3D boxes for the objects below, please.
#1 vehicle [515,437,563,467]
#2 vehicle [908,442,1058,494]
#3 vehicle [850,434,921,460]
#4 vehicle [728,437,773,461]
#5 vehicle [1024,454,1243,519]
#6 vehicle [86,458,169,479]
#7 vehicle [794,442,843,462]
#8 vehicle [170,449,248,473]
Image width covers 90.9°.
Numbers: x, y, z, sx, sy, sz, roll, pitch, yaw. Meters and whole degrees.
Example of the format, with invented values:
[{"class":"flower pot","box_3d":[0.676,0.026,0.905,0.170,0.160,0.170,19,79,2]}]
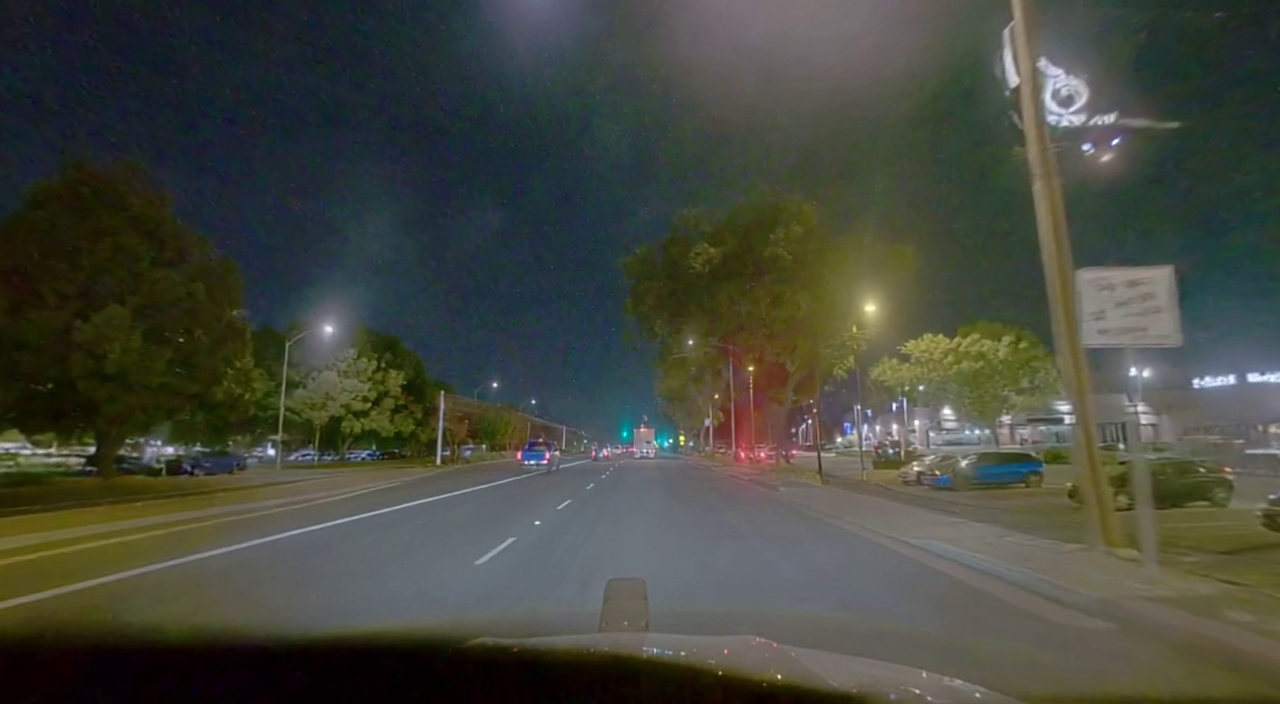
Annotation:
[{"class":"vehicle","box_3d":[-6.641,6.640,42.001,2.149,1.893,5.187,0,-8,2]},{"class":"vehicle","box_3d":[13.884,4.711,25.766,4.812,1.825,2.073,-3,-9,2]},{"class":"vehicle","box_3d":[18.882,7.369,48.787,2.211,1.880,5.847,2,-9,-12]},{"class":"vehicle","box_3d":[8.517,7.567,49.072,2.057,1.750,4.679,1,-9,-9]},{"class":"vehicle","box_3d":[13.455,3.671,17.430,4.367,1.459,1.851,-3,-9,2]},{"class":"vehicle","box_3d":[-33.809,7.692,41.653,3.913,1.329,1.824,0,-8,1]},{"class":"vehicle","box_3d":[13.798,7.733,49.006,1.944,1.476,4.483,1,-9,-10]},{"class":"vehicle","box_3d":[-33.907,8.576,49.670,4.555,1.761,2.039,0,-8,0]}]
